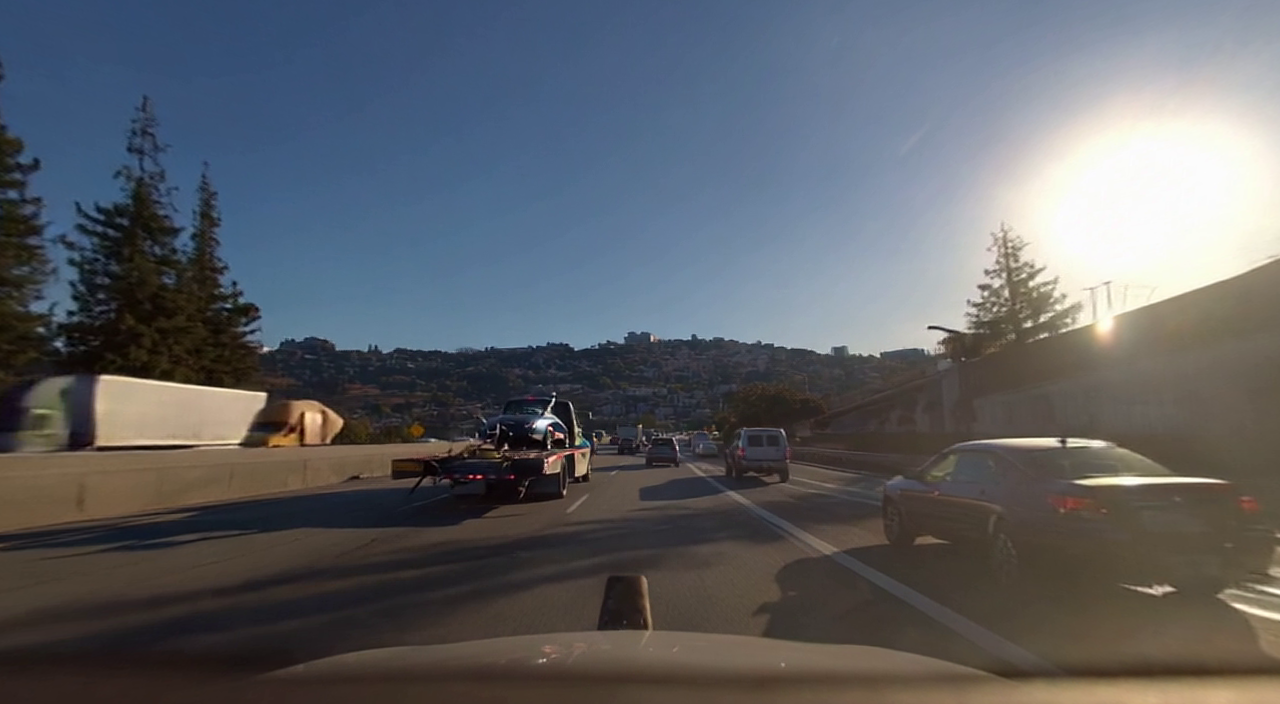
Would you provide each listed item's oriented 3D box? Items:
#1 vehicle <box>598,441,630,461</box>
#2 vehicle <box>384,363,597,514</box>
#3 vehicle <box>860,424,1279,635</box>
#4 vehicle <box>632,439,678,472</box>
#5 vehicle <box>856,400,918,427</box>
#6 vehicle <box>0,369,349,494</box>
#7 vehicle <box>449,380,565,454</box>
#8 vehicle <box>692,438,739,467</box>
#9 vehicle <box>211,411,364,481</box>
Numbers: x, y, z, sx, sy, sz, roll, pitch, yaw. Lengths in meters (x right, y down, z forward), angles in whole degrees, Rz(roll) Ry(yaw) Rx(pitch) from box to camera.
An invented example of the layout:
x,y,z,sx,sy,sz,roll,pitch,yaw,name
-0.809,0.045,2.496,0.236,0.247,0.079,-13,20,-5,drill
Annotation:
x,y,z,sx,sy,sz,roll,pitch,yaw,name
-1.923,7.462,47.531,2.016,1.450,4.310,0,-8,2,vehicle
-3.272,2.427,17.532,3.162,2.955,10.282,0,-8,2,vehicle
4.220,1.584,6.721,2.040,1.481,4.260,0,-8,-3,vehicle
0.714,4.935,30.293,2.079,1.499,3.915,0,-8,1,vehicle
15.254,3.870,39.157,1.930,1.454,4.126,0,-9,-4,vehicle
-16.623,3.245,24.790,3.195,3.540,13.835,0,-8,3,vehicle
-3.273,1.814,16.617,1.893,1.674,4.766,0,-8,2,vehicle
4.424,5.952,37.648,2.075,1.614,4.682,0,-8,-1,vehicle
-13.211,3.602,24.266,2.548,2.365,5.452,0,-8,2,vehicle
